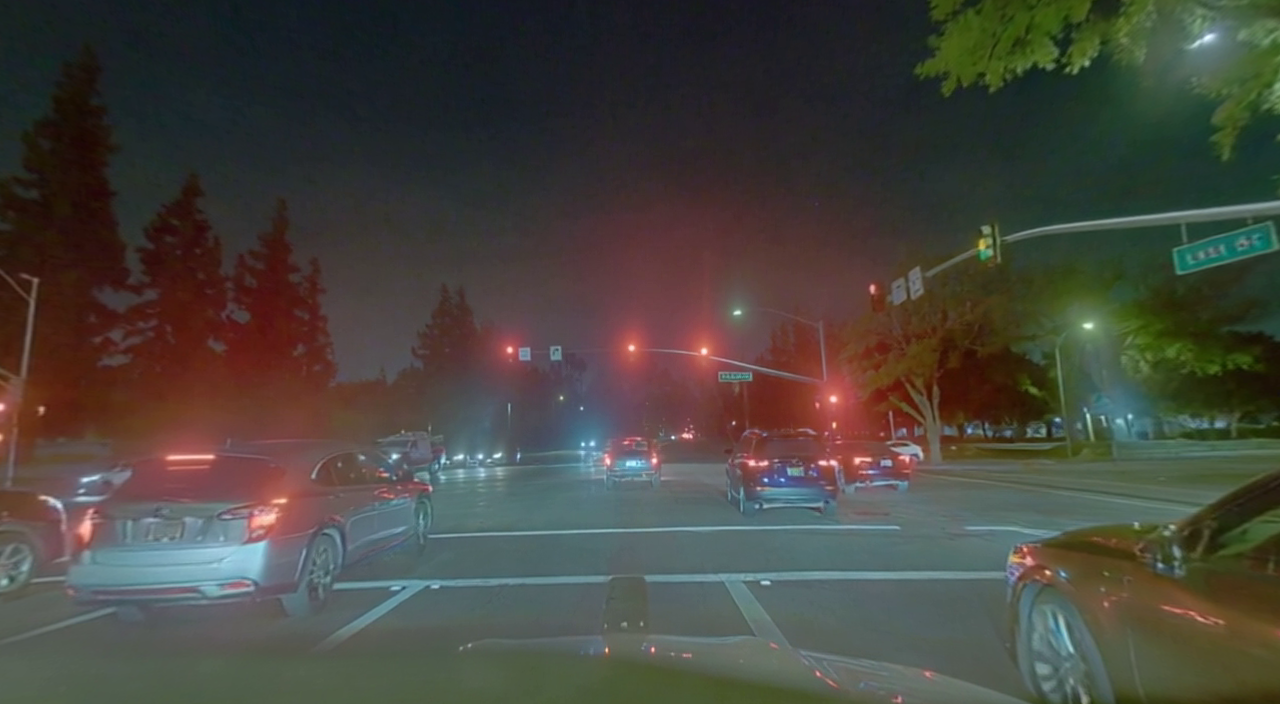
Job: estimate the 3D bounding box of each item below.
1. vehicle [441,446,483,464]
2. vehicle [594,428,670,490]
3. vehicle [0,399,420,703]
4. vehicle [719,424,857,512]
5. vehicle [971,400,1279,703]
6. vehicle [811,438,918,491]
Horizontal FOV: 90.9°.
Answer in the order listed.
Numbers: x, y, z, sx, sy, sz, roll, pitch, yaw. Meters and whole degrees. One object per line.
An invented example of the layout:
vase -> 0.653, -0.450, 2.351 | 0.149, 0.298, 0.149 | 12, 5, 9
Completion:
vehicle -> -13.974, 8.089, 49.756 | 1.926, 1.325, 4.162 | -1, -8, 3
vehicle -> -0.209, 3.394, 20.268 | 2.215, 1.749, 3.976 | 0, -8, 1
vehicle -> -3.544, 1.284, 5.046 | 1.941, 1.492, 4.399 | 0, -8, 1
vehicle -> 3.202, 2.611, 14.705 | 2.097, 1.707, 4.461 | 0, -8, -1
vehicle -> 3.113, 0.856, 1.832 | 1.960, 1.460, 4.233 | 0, -8, -1
vehicle -> 6.643, 3.345, 19.141 | 1.847, 1.432, 4.039 | 0, -8, 2
